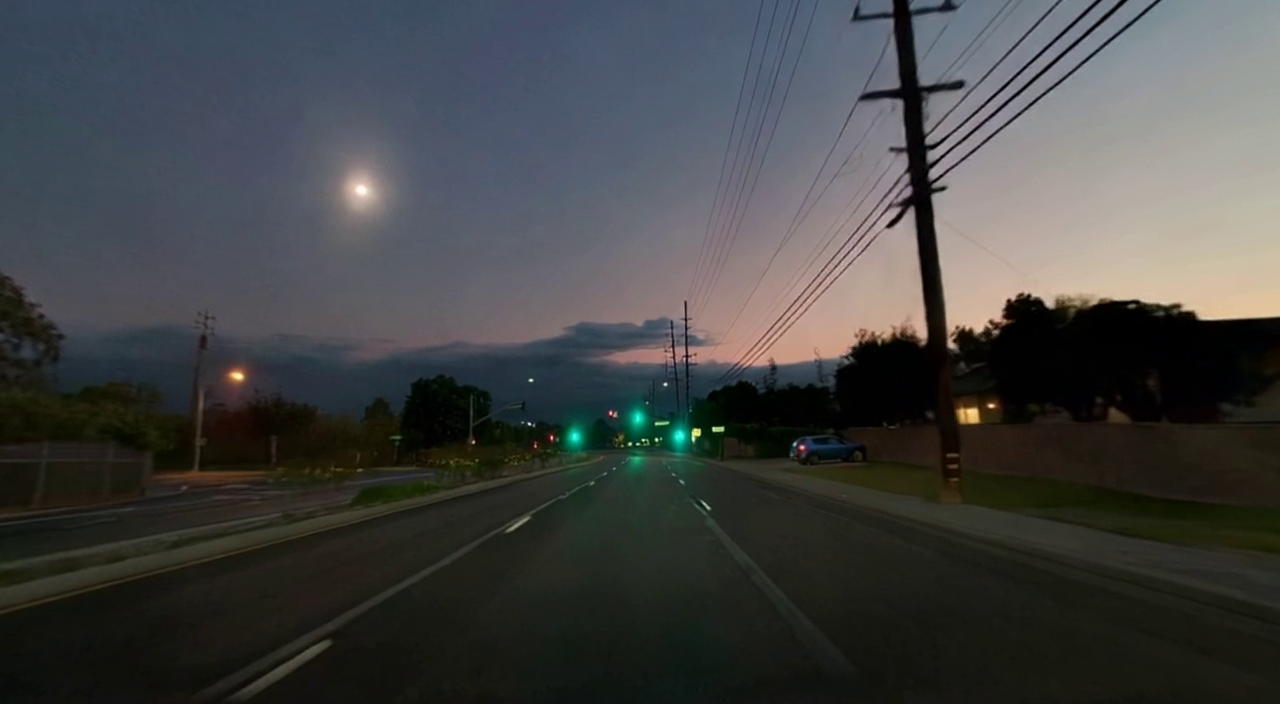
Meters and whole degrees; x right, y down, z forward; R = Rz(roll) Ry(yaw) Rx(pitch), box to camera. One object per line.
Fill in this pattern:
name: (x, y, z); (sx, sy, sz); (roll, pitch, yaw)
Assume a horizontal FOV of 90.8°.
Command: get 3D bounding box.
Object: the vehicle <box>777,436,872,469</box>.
vehicle: (9.778, 5.350, 33.695); (4.387, 1.680, 1.958); (1, -9, -4)
